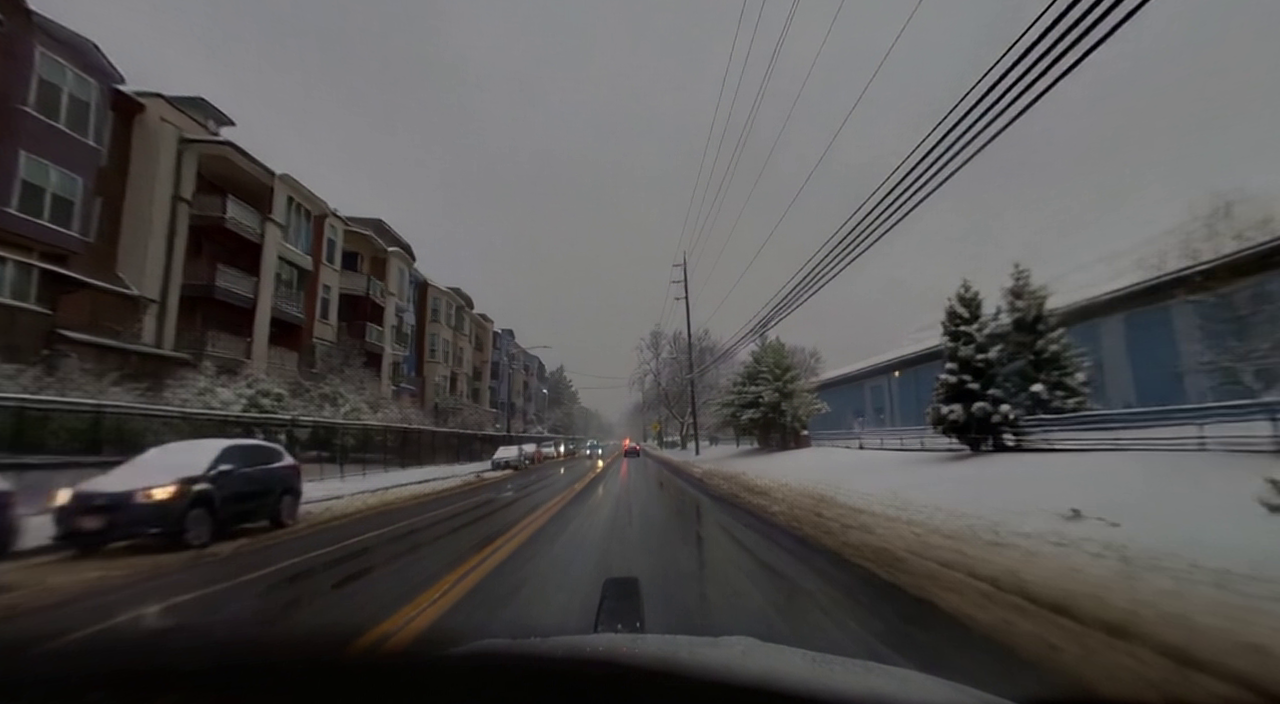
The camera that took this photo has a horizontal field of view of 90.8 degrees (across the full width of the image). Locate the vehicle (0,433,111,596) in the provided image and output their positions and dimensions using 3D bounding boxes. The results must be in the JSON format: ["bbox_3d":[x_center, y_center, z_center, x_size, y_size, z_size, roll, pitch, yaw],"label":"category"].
[{"bbox_3d":[-6.817,1.344,4.818,1.773,1.466,4.407,3,-8,-1],"label":"vehicle"}]

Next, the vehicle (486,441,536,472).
[{"bbox_3d":[-7.376,6.023,36.561,1.913,1.560,4.513,2,-9,0],"label":"vehicle"}]

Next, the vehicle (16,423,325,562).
[{"bbox_3d":[-6.871,2.034,9.908,1.878,1.658,3.827,2,-8,-1],"label":"vehicle"}]
